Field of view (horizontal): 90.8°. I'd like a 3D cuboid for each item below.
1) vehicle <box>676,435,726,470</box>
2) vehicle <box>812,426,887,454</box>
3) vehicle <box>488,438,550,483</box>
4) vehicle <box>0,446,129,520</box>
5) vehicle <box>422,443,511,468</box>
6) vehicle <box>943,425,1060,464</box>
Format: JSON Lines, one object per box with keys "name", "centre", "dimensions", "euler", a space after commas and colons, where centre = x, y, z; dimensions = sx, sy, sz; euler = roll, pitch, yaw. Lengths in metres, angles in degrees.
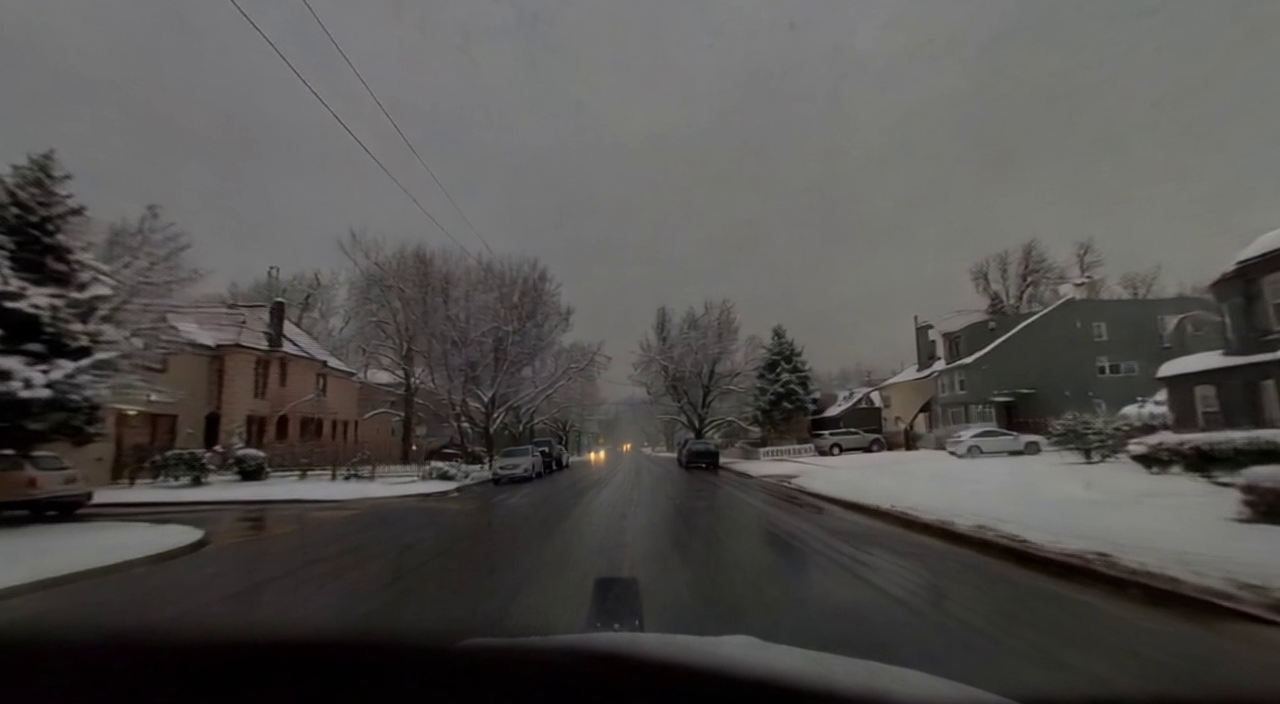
{"name": "vehicle", "centre": [3.670, 6.209, 39.270], "dimensions": [2.407, 1.948, 6.408], "euler": [0, -8, 0]}
{"name": "vehicle", "centre": [15.203, 6.428, 45.969], "dimensions": [4.612, 1.916, 2.159], "euler": [0, -9, -2]}
{"name": "vehicle", "centre": [-5.932, 5.323, 31.556], "dimensions": [2.050, 1.911, 4.852], "euler": [-3, -7, 0]}
{"name": "vehicle", "centre": [-16.097, 3.282, 16.053], "dimensions": [4.402, 1.741, 1.951], "euler": [0, -9, -1]}
{"name": "vehicle", "centre": [-13.308, 7.978, 48.804], "dimensions": [6.224, 1.862, 2.312], "euler": [0, -8, 0]}
{"name": "vehicle", "centre": [17.268, 4.441, 30.373], "dimensions": [4.268, 1.788, 2.156], "euler": [0, -9, 1]}
